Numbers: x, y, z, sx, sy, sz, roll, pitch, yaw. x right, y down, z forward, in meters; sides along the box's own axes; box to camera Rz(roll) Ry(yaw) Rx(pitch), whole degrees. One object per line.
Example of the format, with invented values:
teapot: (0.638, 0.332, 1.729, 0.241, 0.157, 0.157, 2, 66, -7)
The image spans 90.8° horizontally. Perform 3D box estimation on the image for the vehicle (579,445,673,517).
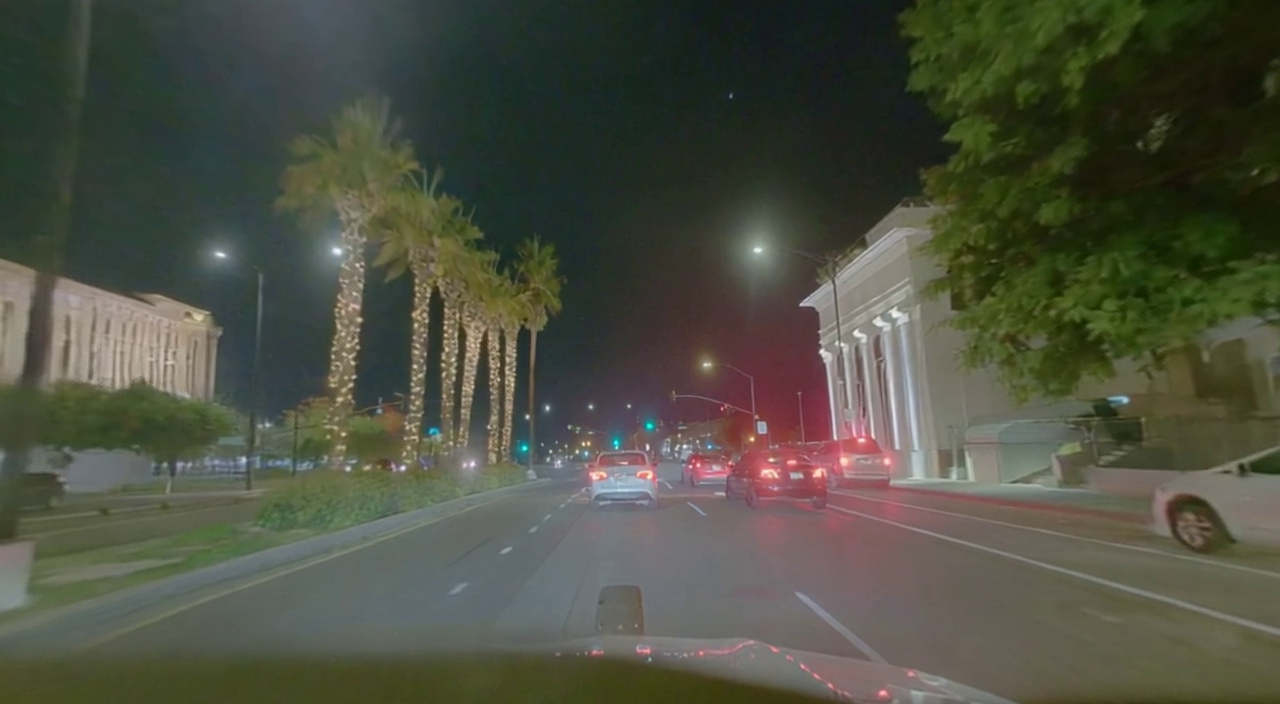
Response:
vehicle: (-0.336, 3.106, 15.729, 2.050, 1.521, 3.747, -1, -9, -1)

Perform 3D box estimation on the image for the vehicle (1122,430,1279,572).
vehicle: (8.144, 1.588, 6.653, 1.970, 1.559, 4.911, 0, -8, -5)

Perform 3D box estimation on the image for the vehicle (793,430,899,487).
vehicle: (7.855, 4.090, 24.759, 2.200, 1.933, 5.123, -1, -8, -3)

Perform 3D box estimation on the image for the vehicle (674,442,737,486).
vehicle: (3.083, 5.531, 31.681, 2.127, 1.854, 7.971, -1, -9, -1)

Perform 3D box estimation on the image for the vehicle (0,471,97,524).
vehicle: (-20.560, 4.701, 20.537, 1.935, 1.479, 4.453, 0, -9, -3)

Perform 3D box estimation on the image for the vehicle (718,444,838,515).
vehicle: (3.201, 3.050, 15.597, 1.833, 1.465, 4.258, 0, -9, -2)
